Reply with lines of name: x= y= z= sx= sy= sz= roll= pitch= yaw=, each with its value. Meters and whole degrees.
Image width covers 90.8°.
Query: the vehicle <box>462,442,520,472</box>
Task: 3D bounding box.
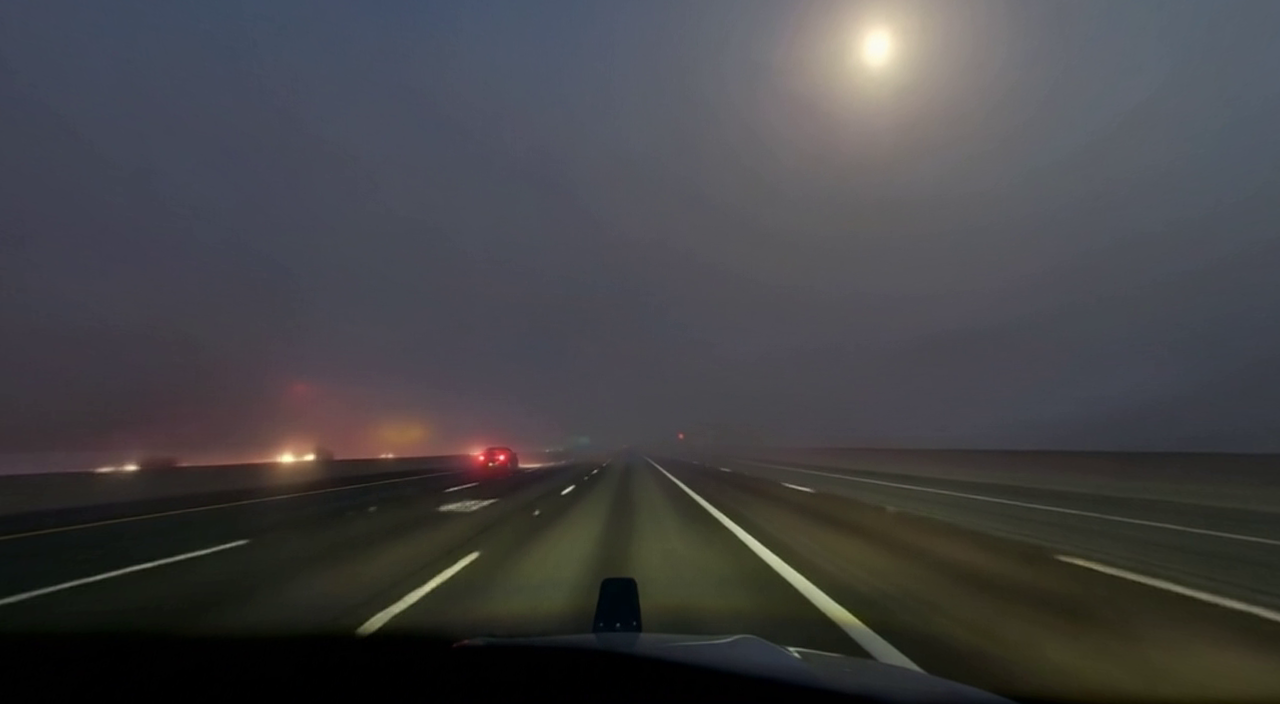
vehicle: x=-8.130 y=5.755 z=34.891 sx=2.005 sy=1.545 sz=4.874 roll=0 pitch=-8 yaw=0

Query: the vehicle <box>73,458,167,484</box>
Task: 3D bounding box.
vehicle: x=-31.840 y=7.280 z=38.875 sx=1.755 sy=1.433 sz=4.524 roll=0 pitch=-8 yaw=4
